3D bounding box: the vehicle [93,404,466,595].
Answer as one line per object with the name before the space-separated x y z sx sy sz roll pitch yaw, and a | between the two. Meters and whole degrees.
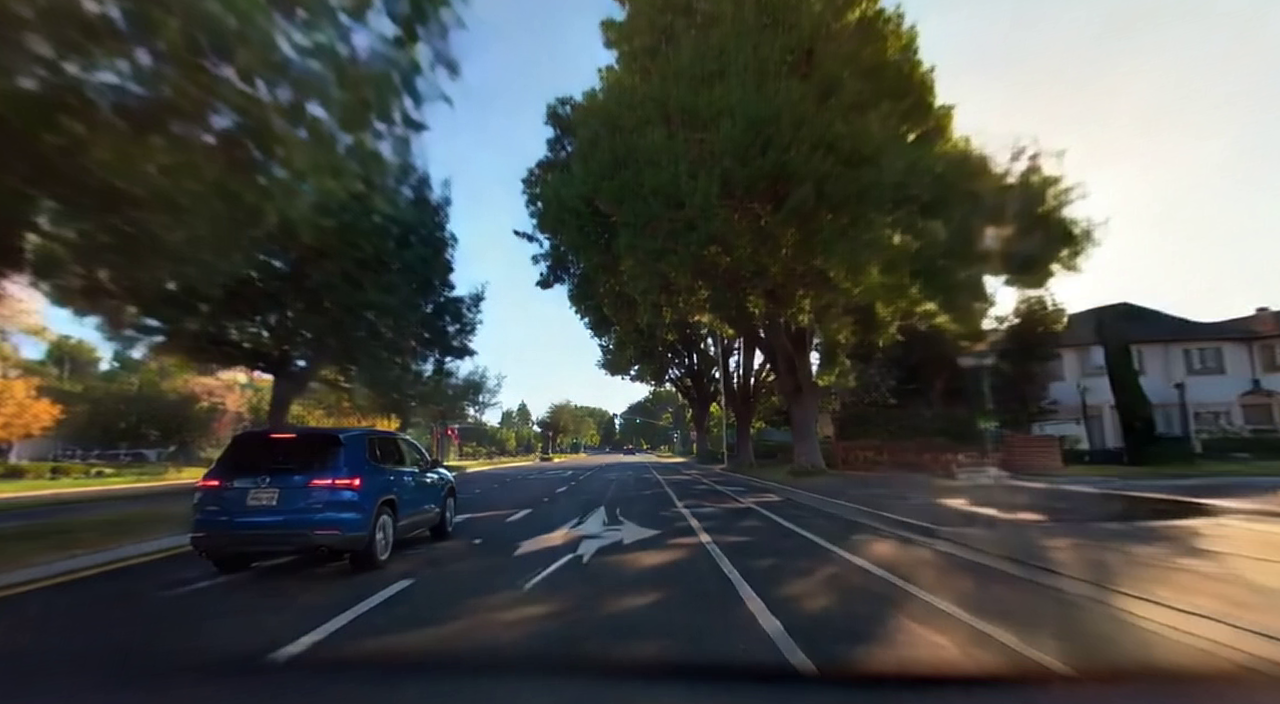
vehicle | -3.885 1.677 8.001 2.121 1.724 4.392 0 -9 0
